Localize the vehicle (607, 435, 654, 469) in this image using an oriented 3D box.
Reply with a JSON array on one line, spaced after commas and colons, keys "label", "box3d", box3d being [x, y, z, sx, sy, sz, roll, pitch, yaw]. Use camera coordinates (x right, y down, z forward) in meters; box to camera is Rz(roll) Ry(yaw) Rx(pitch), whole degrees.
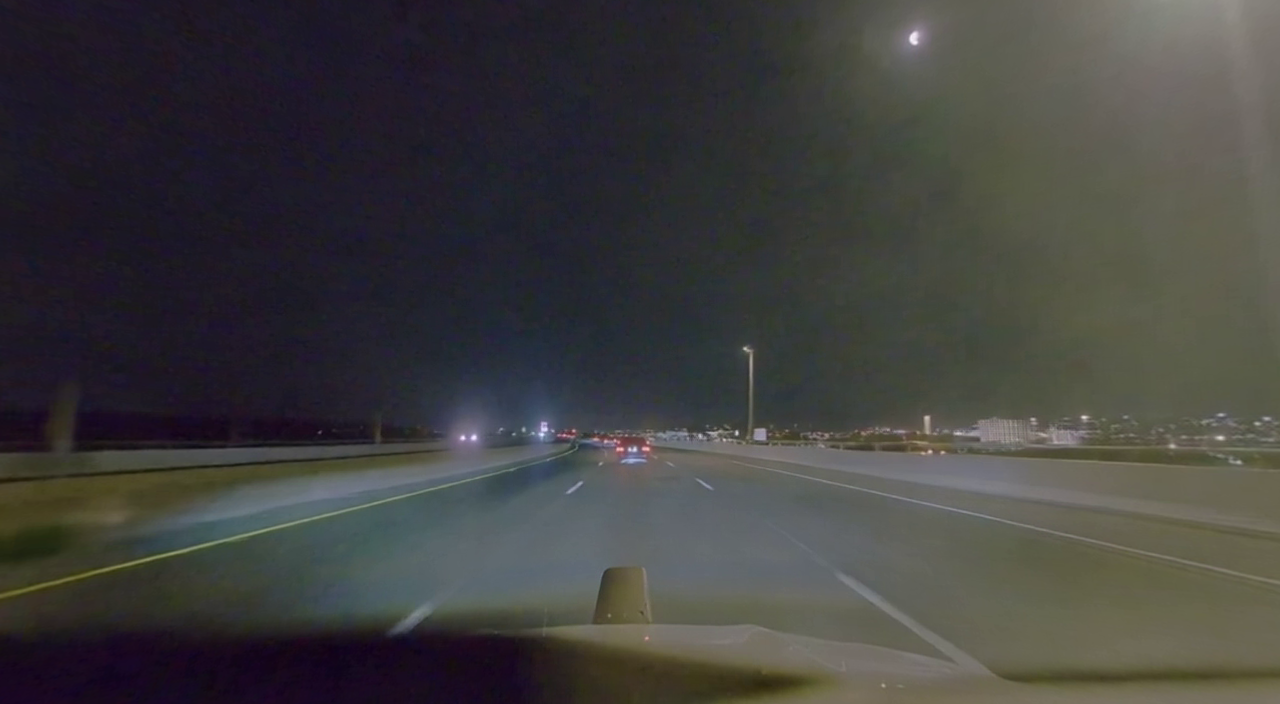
[{"label": "vehicle", "box3d": [-0.429, 4.846, 30.524, 2.130, 1.512, 4.057, 0, -8, 0]}]
